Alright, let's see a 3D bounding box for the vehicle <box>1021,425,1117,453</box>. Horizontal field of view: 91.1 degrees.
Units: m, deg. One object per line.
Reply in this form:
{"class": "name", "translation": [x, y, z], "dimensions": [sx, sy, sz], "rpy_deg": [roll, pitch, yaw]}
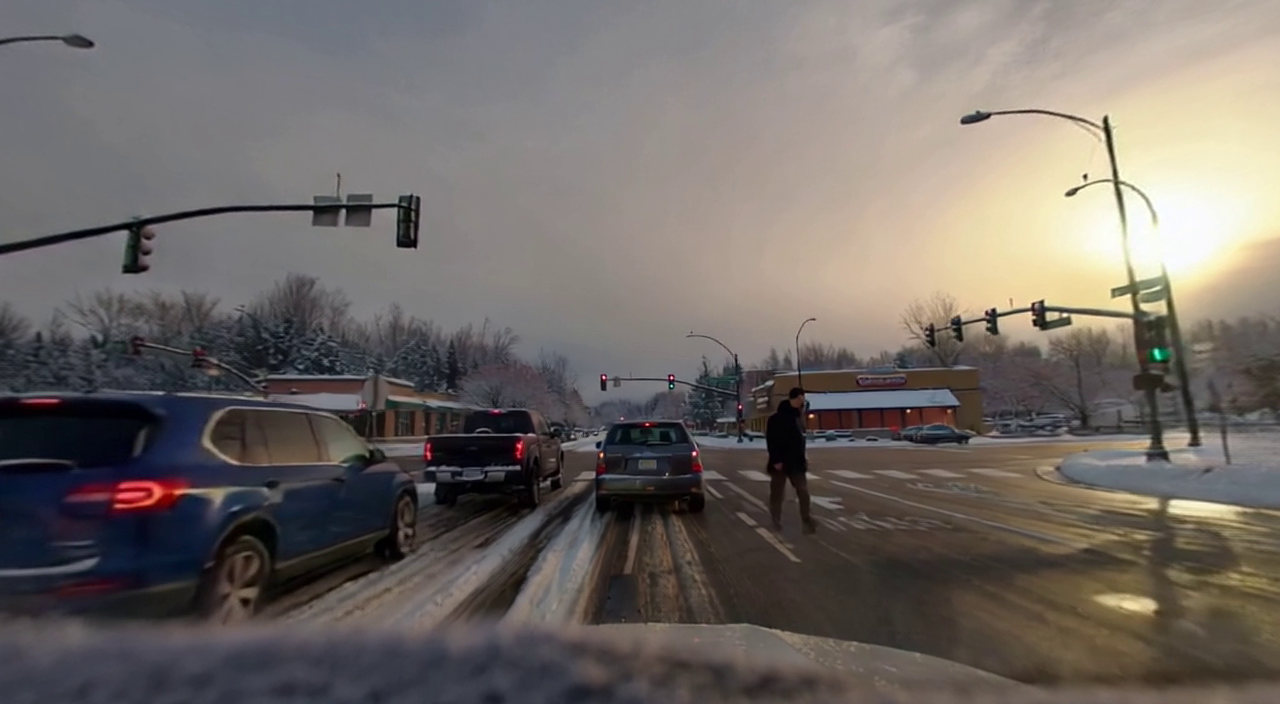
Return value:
{"class": "vehicle", "translation": [28.383, 5.763, 41.585], "dimensions": [4.849, 1.759, 2.041], "rpy_deg": [0, -8, -2]}

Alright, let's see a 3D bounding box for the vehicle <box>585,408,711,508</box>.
{"class": "vehicle", "translation": [0.099, 2.197, 13.389], "dimensions": [2.204, 1.738, 4.690], "rpy_deg": [0, -8, -1]}

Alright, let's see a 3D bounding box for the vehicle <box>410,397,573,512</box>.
{"class": "vehicle", "translation": [-2.773, 2.091, 13.104], "dimensions": [2.220, 1.926, 4.870], "rpy_deg": [0, -8, 0]}

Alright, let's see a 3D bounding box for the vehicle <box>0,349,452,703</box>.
{"class": "vehicle", "translation": [-3.278, 1.154, 5.149], "dimensions": [2.006, 1.707, 4.448], "rpy_deg": [0, -8, 1]}

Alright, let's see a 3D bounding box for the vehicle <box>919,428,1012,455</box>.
{"class": "vehicle", "translation": [19.742, 5.435, 38.232], "dimensions": [4.624, 1.601, 1.871], "rpy_deg": [0, -8, -2]}
